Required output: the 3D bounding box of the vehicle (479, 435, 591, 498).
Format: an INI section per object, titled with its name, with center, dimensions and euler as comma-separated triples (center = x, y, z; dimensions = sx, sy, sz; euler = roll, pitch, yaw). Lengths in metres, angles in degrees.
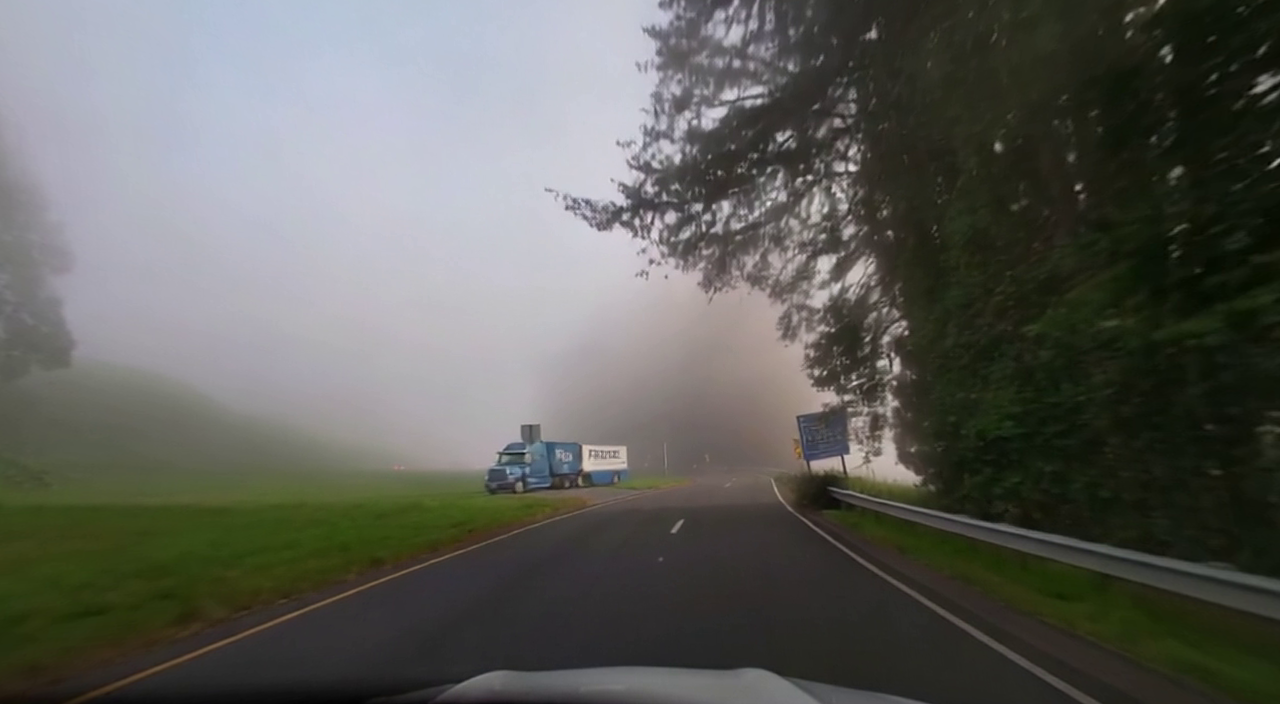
[vehicle]
center = -7.771, 8.825, 48.460
dimensions = 2.952, 4.284, 9.811
euler = -6, -12, 29
